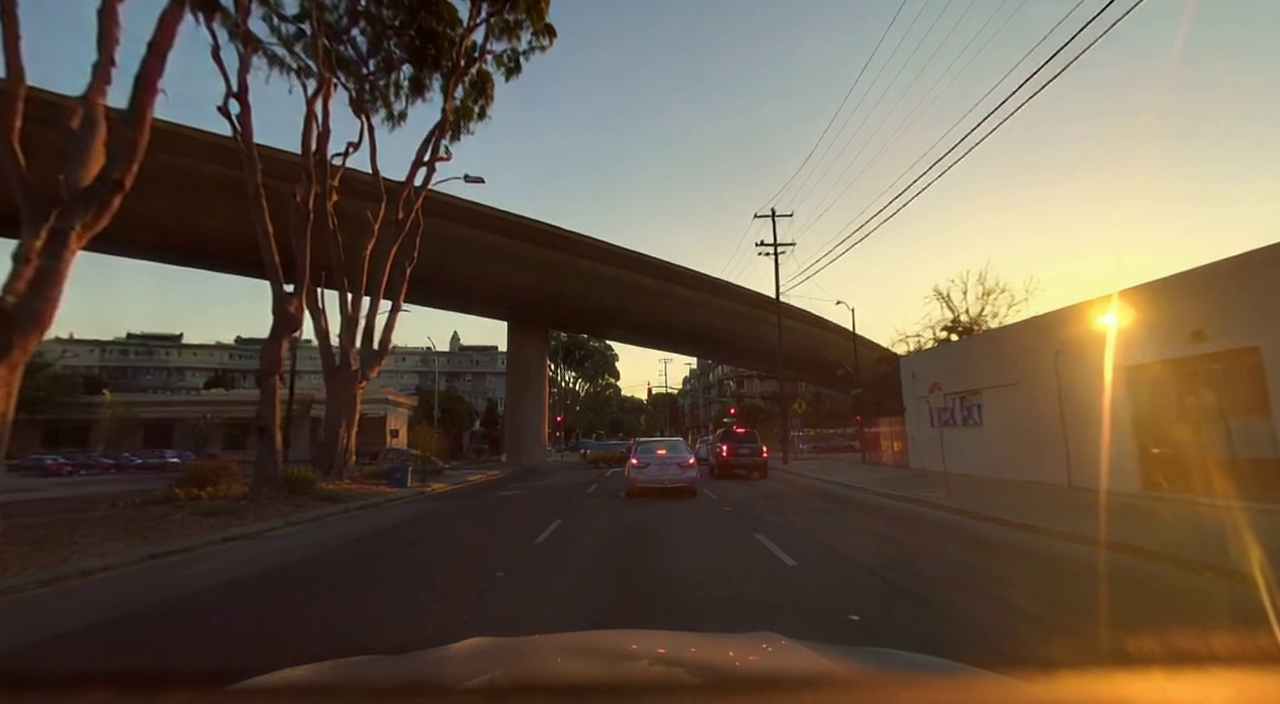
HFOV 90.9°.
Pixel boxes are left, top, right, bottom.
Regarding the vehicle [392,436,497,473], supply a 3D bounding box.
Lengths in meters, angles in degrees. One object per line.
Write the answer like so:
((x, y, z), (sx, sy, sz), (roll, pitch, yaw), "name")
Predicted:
((-11.181, 5.907, 36.623), (2.322, 1.916, 5.640), (-5, -10, 30), "vehicle")

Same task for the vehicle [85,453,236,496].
((-18.873, 4.790, 25.023), (1.873, 1.462, 4.283), (-5, -10, 32), "vehicle")

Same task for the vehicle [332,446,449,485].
((-11.149, 5.049, 28.462), (1.832, 1.611, 4.546), (-6, -10, 38), "vehicle")

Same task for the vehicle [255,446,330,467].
((-26.354, 7.929, 47.916), (4.566, 1.472, 1.936), (0, -8, -2), "vehicle")

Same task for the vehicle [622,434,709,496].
((0.642, 3.034, 17.344), (2.101, 1.467, 4.210), (0, -8, 1), "vehicle")

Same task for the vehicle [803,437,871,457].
((14.655, 7.085, 47.088), (4.498, 1.439, 1.842), (0, -8, -1), "vehicle")

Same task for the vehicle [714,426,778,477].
((4.465, 4.252, 27.219), (2.080, 1.999, 4.379), (0, -8, 1), "vehicle")

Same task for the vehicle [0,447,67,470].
((-46.743, 8.077, 47.814), (4.579, 1.659, 1.936), (0, -8, -1), "vehicle")

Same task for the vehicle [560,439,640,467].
((-2.290, 5.896, 36.873), (4.302, 1.543, 1.860), (6, -10, -35), "vehicle")
